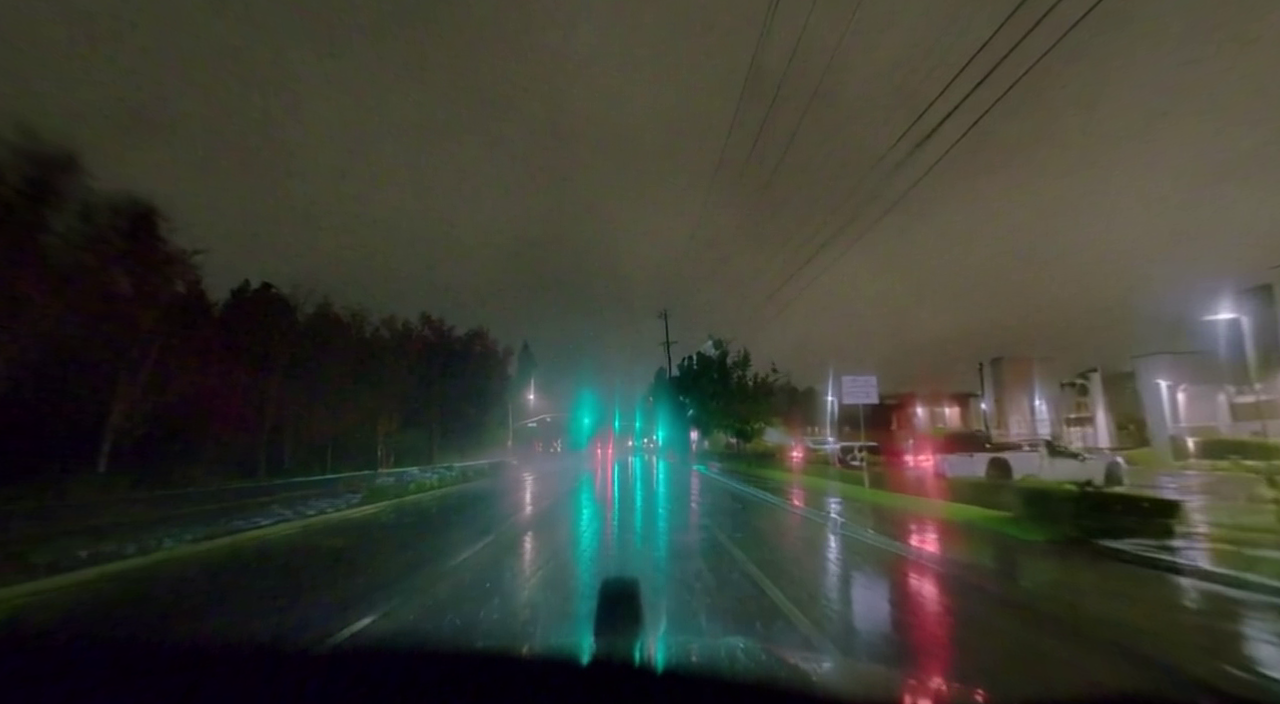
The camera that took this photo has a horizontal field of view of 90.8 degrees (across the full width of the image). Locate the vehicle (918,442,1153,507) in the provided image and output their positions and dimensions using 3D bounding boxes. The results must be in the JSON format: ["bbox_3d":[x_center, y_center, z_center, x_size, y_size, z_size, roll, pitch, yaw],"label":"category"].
[{"bbox_3d":[9.637,2.972,15.658,4.466,1.440,2.091,0,-9,-5],"label":"vehicle"}]
